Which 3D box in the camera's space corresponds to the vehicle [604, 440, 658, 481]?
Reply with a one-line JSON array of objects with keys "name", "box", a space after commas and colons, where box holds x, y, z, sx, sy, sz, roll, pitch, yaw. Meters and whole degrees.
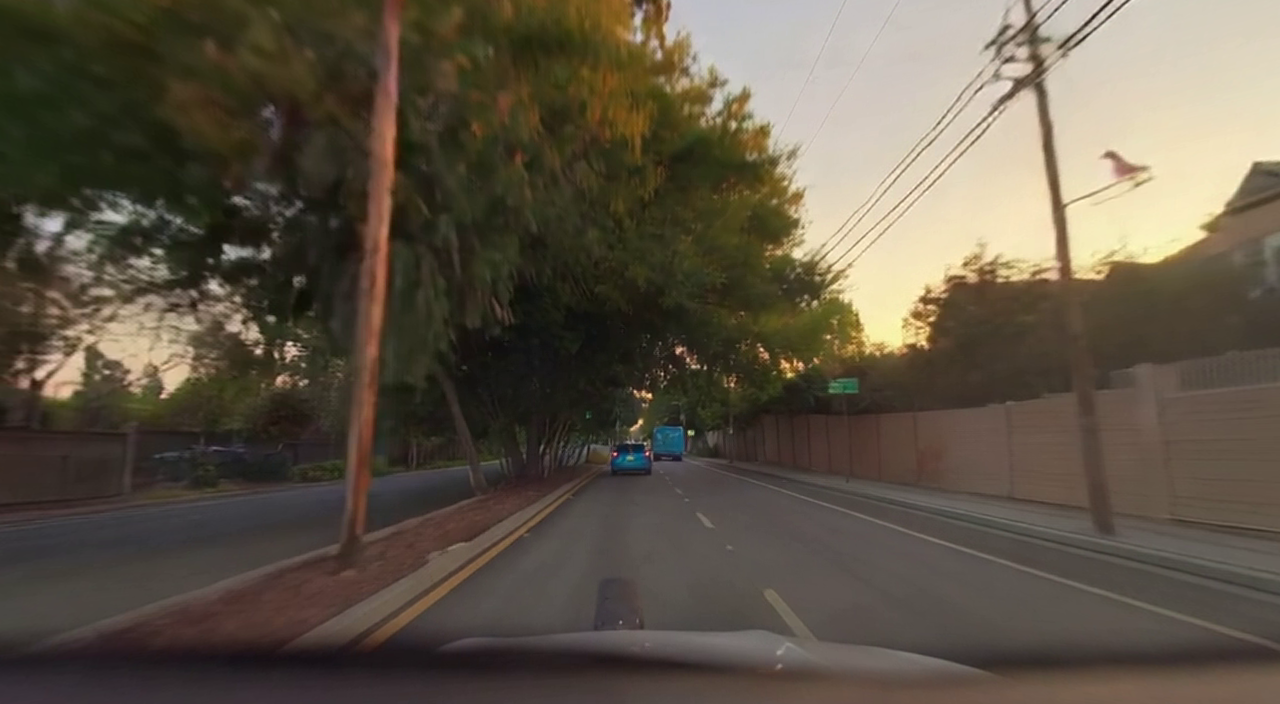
[{"name": "vehicle", "box": [-0.345, 4.348, 25.702, 2.018, 1.511, 3.993, 0, -8, 0]}]
